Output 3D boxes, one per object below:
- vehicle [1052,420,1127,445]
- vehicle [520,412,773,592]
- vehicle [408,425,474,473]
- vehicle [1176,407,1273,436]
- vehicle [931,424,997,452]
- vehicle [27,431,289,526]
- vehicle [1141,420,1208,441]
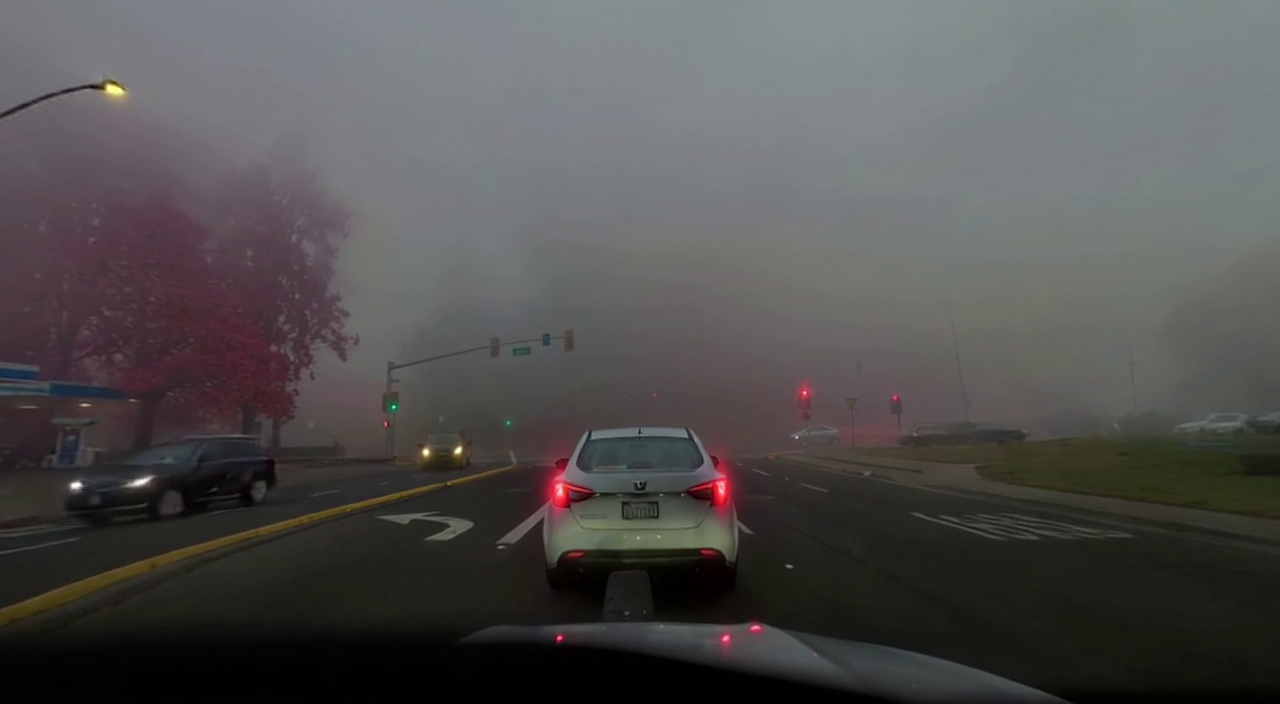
[{"bbox_3d":[34.770,6.229,48.802,4.294,1.557,1.744,-4,-7,1],"label":"vehicle"},{"bbox_3d":[0.020,1.554,7.366,2.112,1.482,4.057,0,-8,-1],"label":"vehicle"},{"bbox_3d":[-9.549,4.685,30.661,2.378,2.084,5.225,1,-8,-10],"label":"vehicle"},{"bbox_3d":[36.331,4.393,39.342,1.848,1.581,4.475,-1,-8,3],"label":"vehicle"},{"bbox_3d":[18.396,4.878,35.687,4.091,1.495,2.053,8,-12,-44],"label":"vehicle"},{"bbox_3d":[-9.988,2.616,13.689,2.108,1.671,4.535,0,-8,0],"label":"vehicle"},{"bbox_3d":[41.273,6.048,48.664,3.573,1.432,1.604,-3,-7,2],"label":"vehicle"}]
